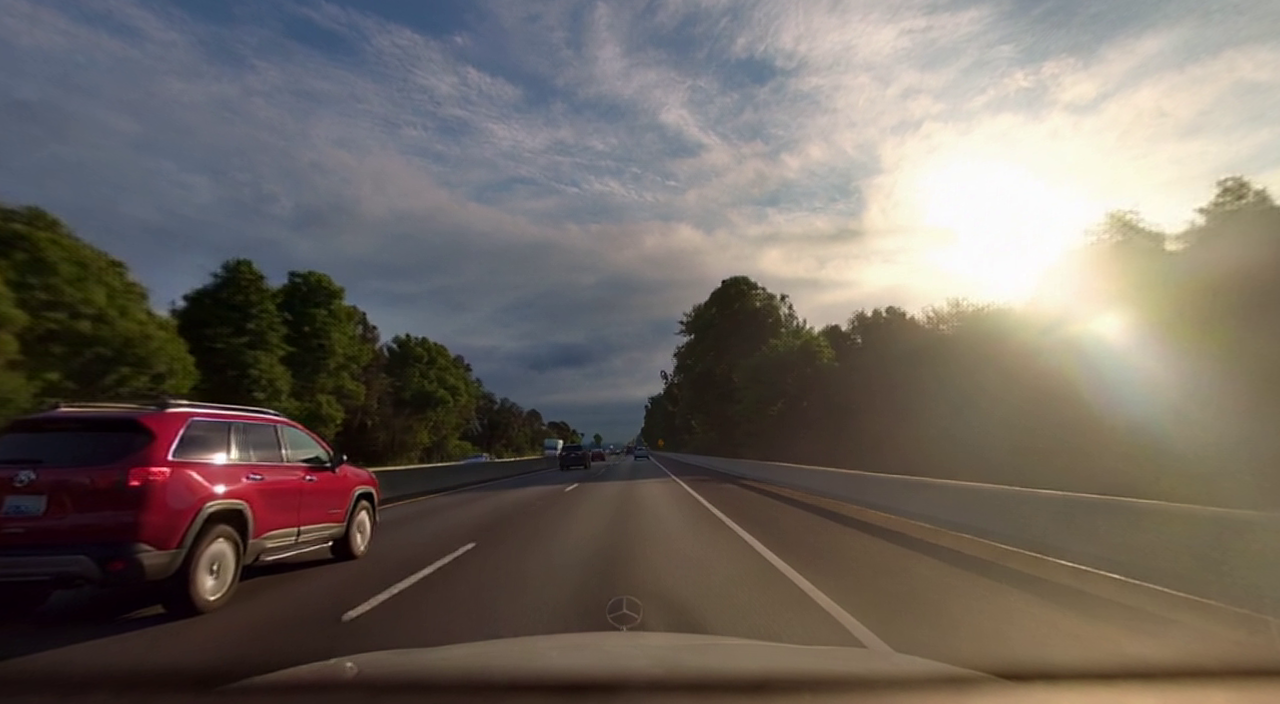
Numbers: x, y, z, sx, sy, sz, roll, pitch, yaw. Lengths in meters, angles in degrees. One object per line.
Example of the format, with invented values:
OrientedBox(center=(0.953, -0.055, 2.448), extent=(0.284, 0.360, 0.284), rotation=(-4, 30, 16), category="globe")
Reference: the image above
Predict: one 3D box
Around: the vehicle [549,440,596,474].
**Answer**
OrientedBox(center=(-3.716, 5.919, 35.642), extent=(2.056, 1.811, 4.202), rotation=(-1, -9, 2), category="vehicle")

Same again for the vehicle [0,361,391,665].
OrientedBox(center=(-4.597, 1.382, 6.465), extent=(2.102, 1.941, 4.703), rotation=(0, -9, 1), category="vehicle")

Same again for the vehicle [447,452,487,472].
OrientedBox(center=(-13.123, 8.365, 48.047), extent=(1.849, 1.466, 4.337), rotation=(0, -9, -1), category="vehicle")
